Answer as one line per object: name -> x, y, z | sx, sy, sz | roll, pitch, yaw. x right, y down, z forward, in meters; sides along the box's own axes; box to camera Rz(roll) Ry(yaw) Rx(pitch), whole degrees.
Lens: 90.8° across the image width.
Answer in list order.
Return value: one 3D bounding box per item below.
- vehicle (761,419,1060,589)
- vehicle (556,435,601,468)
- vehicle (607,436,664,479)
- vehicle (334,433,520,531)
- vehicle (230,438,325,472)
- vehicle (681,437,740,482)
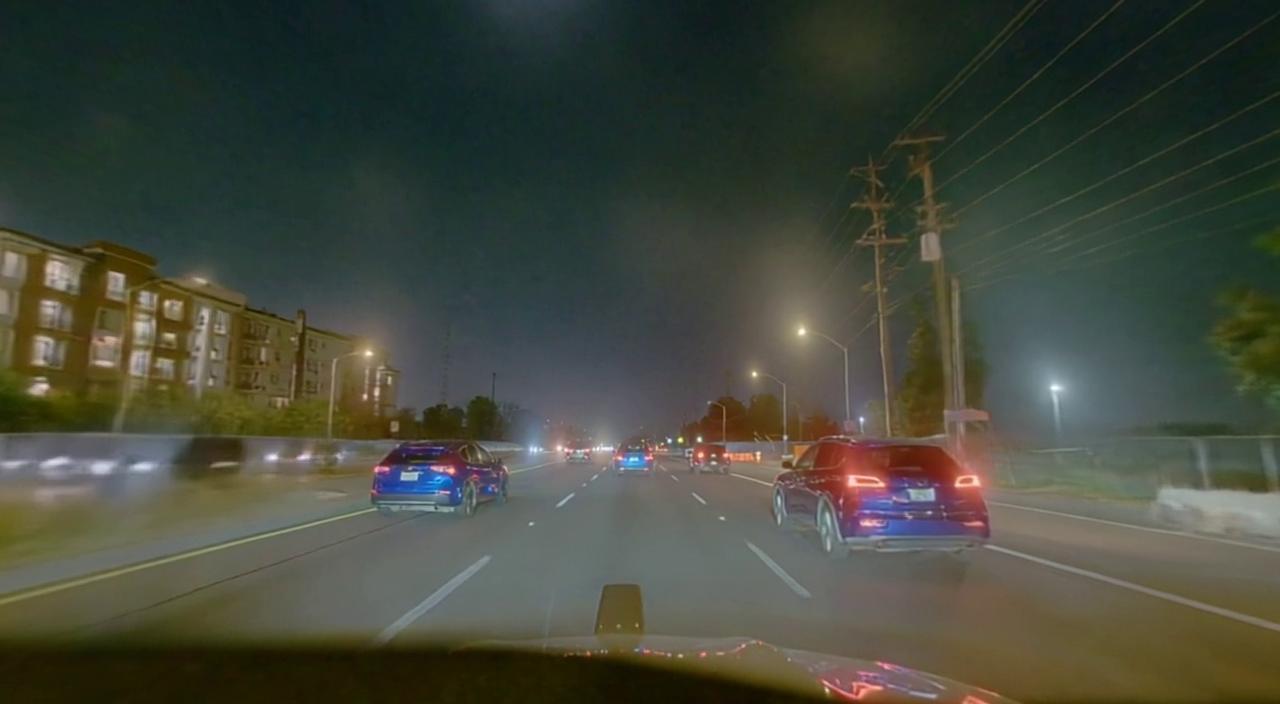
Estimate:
vehicle -> 2.971, 1.740, 8.090 | 1.975, 1.598, 4.025 | 0, -8, -1
vehicle -> -3.675, 6.050, 38.621 | 2.190, 1.832, 4.417 | 0, -8, 1
vehicle -> -0.177, 4.610, 27.798 | 2.291, 1.714, 4.217 | 0, -8, 0
vehicle -> -3.632, 2.286, 11.742 | 1.968, 1.473, 4.209 | 0, -8, 0
vehicle -> -18.412, 5.243, 32.395 | 1.971, 1.609, 4.763 | 0, -8, 1
vehicle -> 3.004, 4.655, 27.729 | 2.029, 1.797, 4.218 | 0, -8, -1
